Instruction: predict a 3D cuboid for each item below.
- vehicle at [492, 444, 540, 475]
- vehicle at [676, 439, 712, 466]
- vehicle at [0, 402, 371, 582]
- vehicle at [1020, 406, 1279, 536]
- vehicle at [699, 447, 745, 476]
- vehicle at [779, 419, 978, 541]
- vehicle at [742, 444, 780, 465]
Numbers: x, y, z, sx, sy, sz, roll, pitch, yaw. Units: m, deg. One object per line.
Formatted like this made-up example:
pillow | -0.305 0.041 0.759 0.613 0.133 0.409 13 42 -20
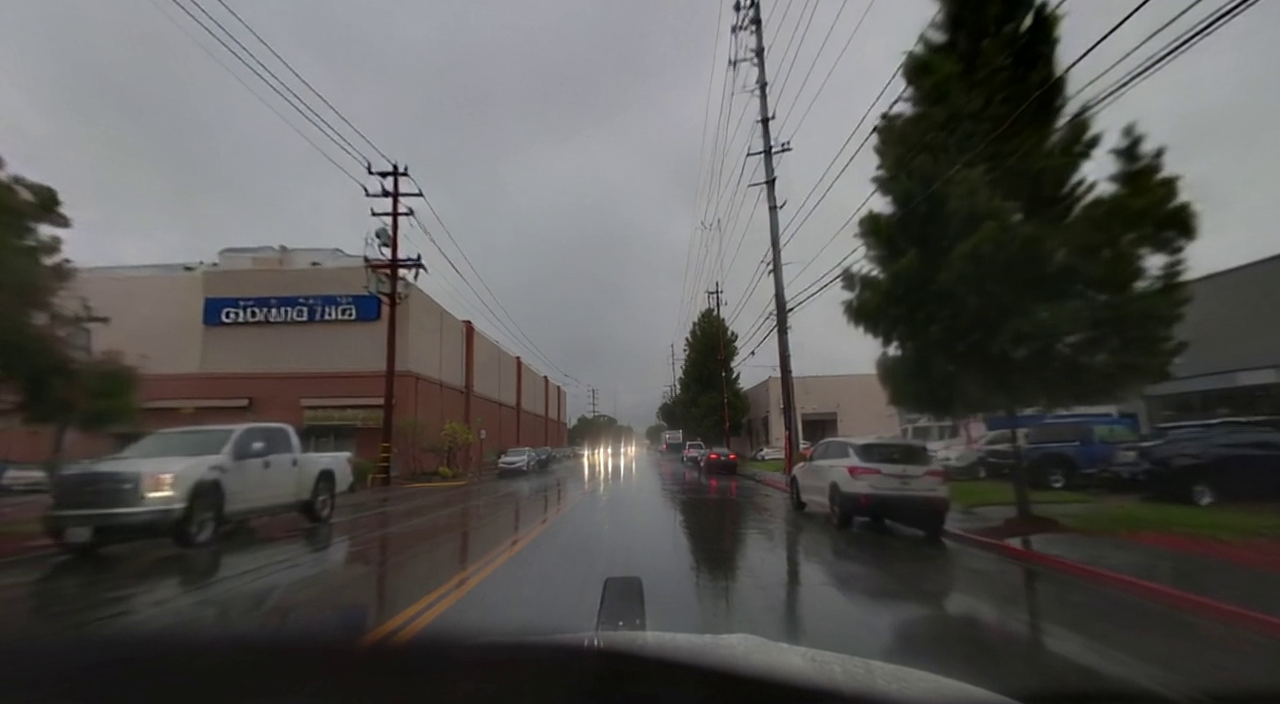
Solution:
vehicle | -7.595 6.632 39.189 2.194 1.775 4.482 0 -8 -1
vehicle | 4.082 7.728 48.777 2.218 1.956 5.916 0 -8 -1
vehicle | -7.567 2.221 11.291 2.692 2.152 6.686 -2 -8 -1
vehicle | 9.722 1.953 10.933 4.825 1.878 2.050 -3 -8 0
vehicle | 4.442 5.954 34.750 1.919 1.453 4.425 0 -8 0
vehicle | 4.278 2.360 12.328 2.087 1.892 4.579 0 -8 0
vehicle | 8.987 7.676 47.265 1.798 1.370 4.191 -2 -9 -3
